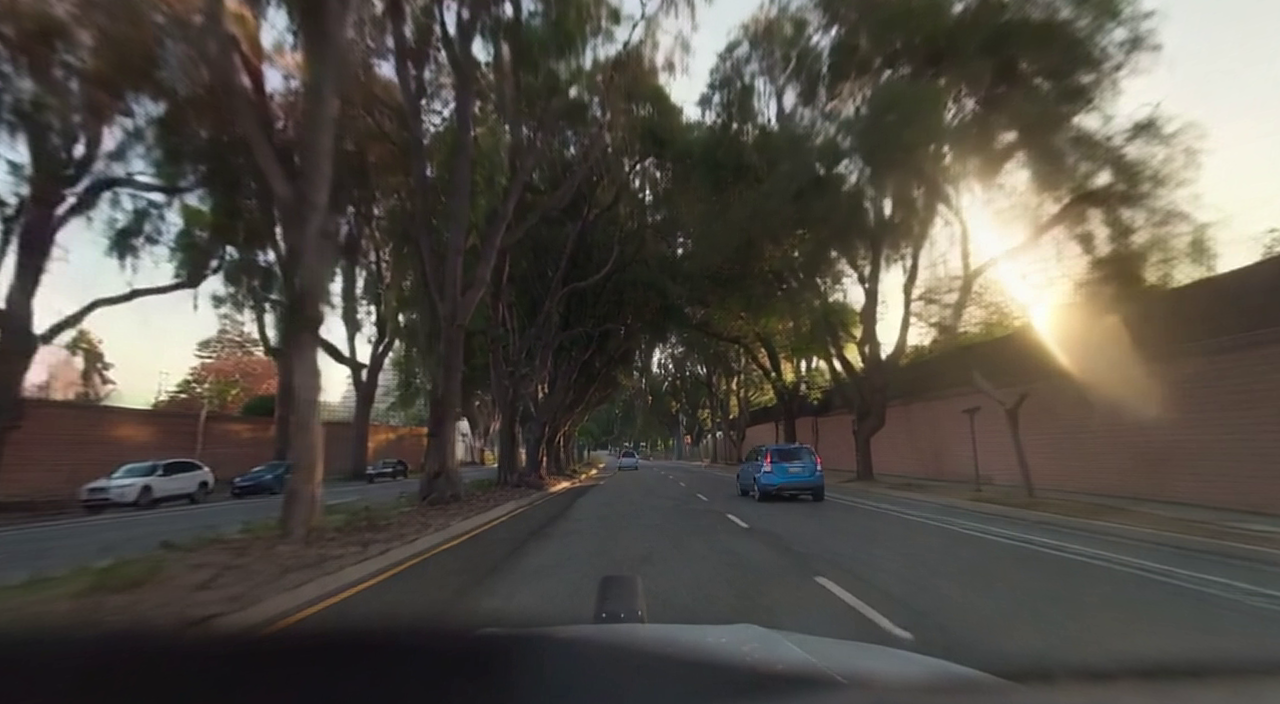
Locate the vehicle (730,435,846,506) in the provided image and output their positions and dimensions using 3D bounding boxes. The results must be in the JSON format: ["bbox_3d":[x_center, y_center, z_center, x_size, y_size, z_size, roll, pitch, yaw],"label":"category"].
[{"bbox_3d":[4.038,3.332,18.175,2.155,1.752,4.456,0,-9,-1],"label":"vehicle"}]

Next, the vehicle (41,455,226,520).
[{"bbox_3d":[-17.279,4.589,22.064,2.096,1.816,5.362,-4,-9,-1],"label":"vehicle"}]

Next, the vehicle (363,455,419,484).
[{"bbox_3d":[-17.172,8.088,43.853,1.983,1.786,4.756,0,-9,0],"label":"vehicle"}]

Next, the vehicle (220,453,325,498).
[{"bbox_3d":[-17.556,5.885,30.532,2.075,1.909,5.064,0,-9,-1],"label":"vehicle"}]
